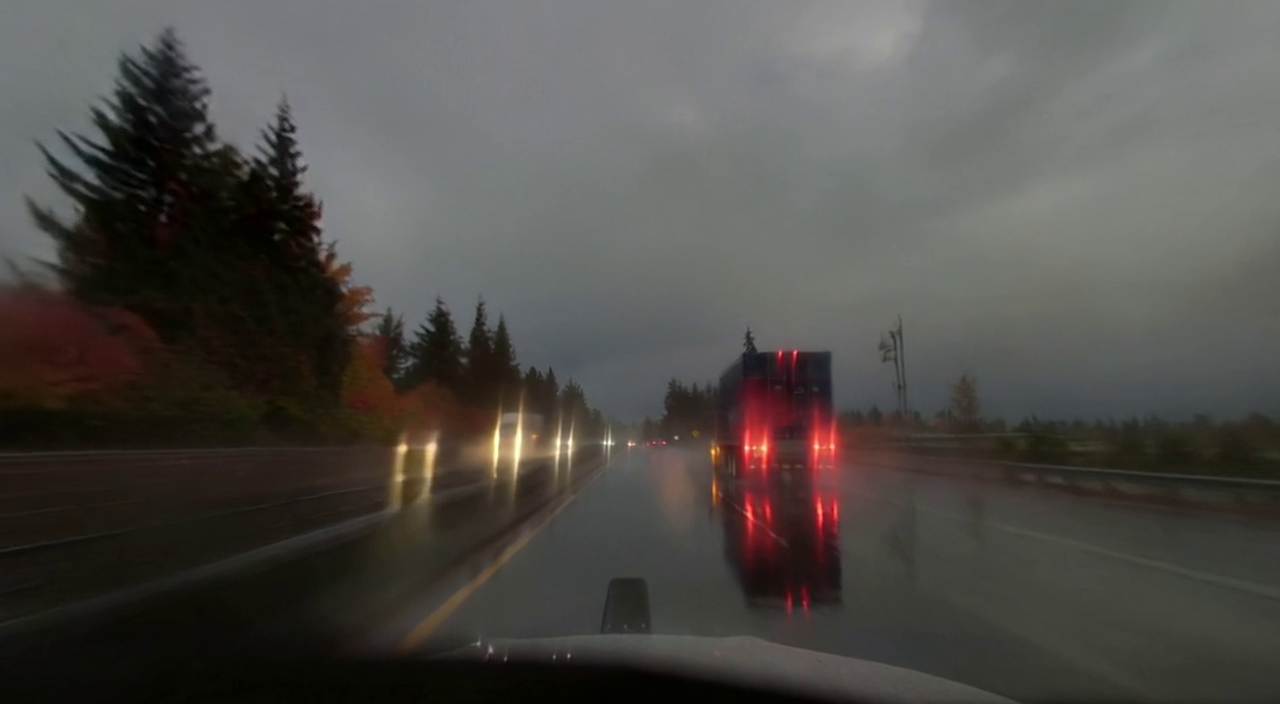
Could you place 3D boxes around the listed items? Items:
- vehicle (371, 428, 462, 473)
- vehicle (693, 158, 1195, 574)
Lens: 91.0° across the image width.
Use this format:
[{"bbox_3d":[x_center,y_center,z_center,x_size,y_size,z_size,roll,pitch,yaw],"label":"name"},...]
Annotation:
[{"bbox_3d":[-8.224,3.667,23.592,1.881,1.540,4.047,0,-8,1],"label":"vehicle"},{"bbox_3d":[3.611,1.035,13.382,3.691,4.331,13.909,0,-8,0],"label":"vehicle"}]
